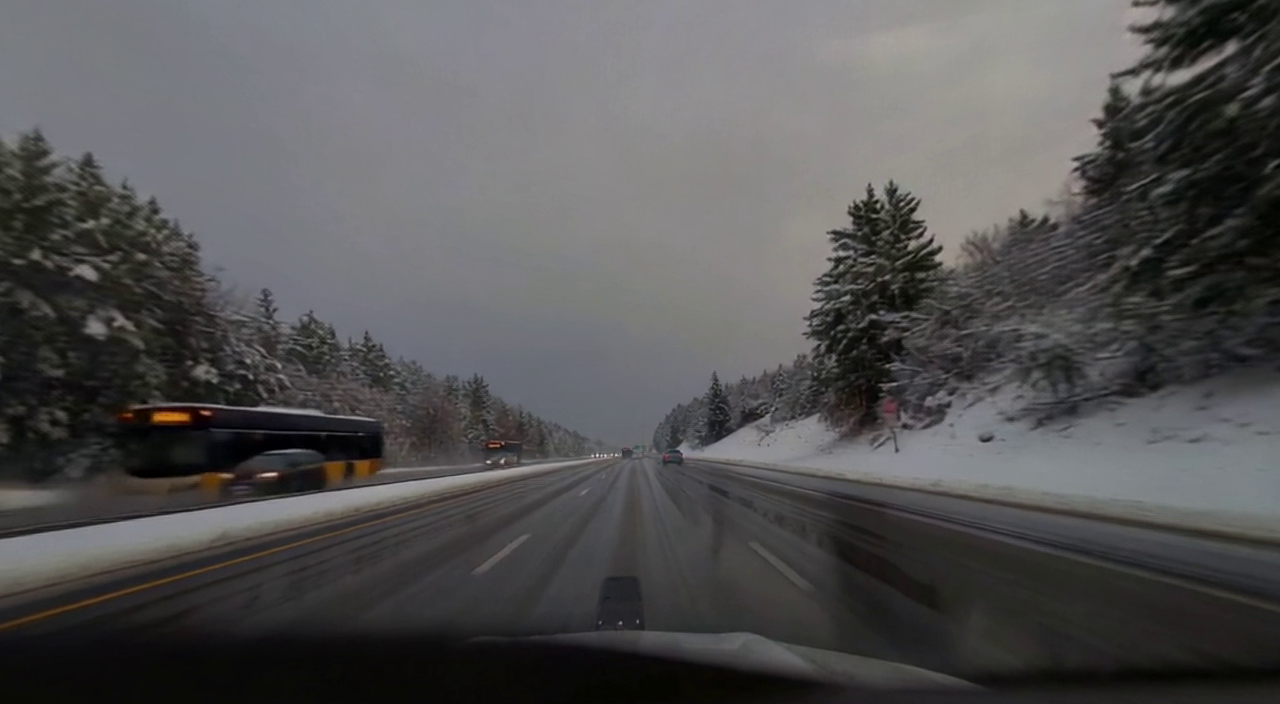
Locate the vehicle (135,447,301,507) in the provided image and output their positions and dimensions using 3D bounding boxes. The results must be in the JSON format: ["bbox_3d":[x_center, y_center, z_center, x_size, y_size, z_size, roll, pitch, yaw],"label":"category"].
[{"bbox_3d":[-12.757,3.764,19.485,2.113,1.636,4.288,0,-9,0],"label":"vehicle"}]

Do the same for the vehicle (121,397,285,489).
[{"bbox_3d":[-20.391,4.340,30.036,3.233,3.934,6.032,0,-9,0],"label":"vehicle"}]
